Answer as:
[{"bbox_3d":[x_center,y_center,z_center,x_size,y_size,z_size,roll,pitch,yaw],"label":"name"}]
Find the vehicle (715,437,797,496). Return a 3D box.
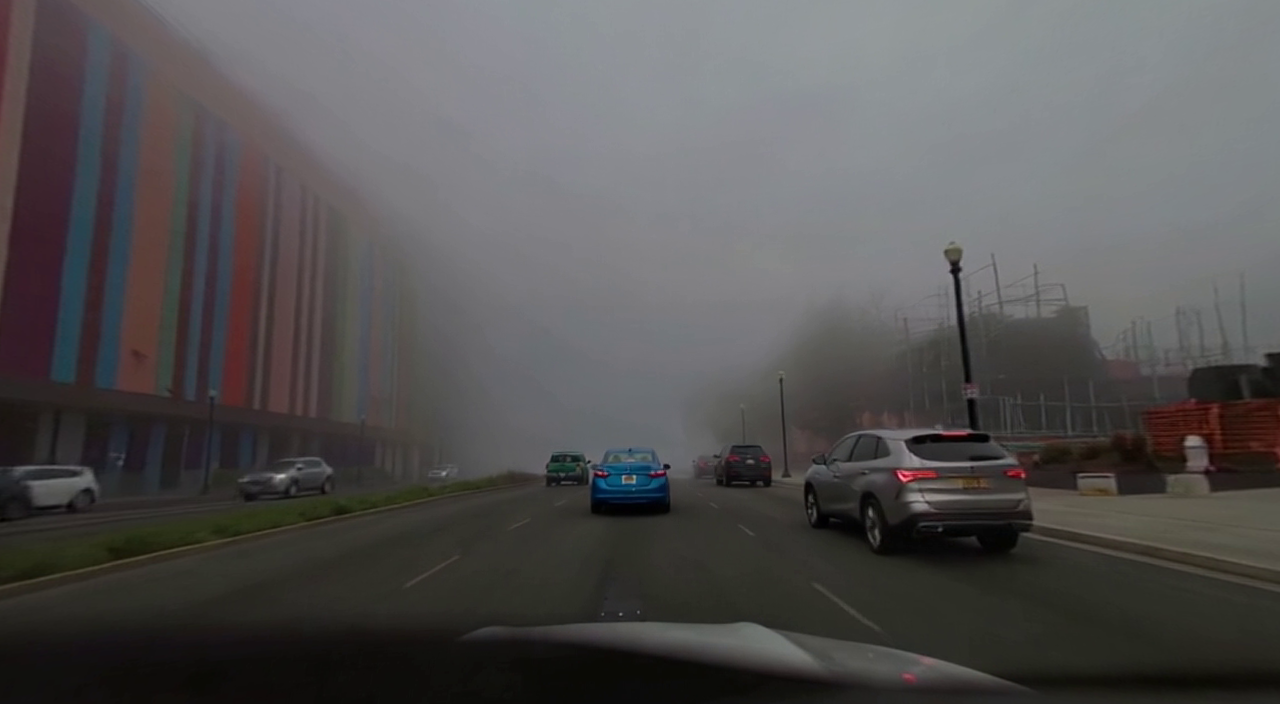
[{"bbox_3d":[4.076,4.099,23.097,2.124,1.896,4.914,0,-8,1],"label":"vehicle"}]

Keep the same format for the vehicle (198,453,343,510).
[{"bbox_3d":[-12.718,4.433,22.186,2.202,1.714,4.509,-1,-8,3],"label":"vehicle"}]

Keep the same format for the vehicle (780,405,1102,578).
[{"bbox_3d":[3.726,1.836,9.174,2.185,1.797,4.934,0,-8,0],"label":"vehicle"}]

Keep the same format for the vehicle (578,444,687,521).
[{"bbox_3d":[-0.108,2.890,14.558,2.131,1.496,4.193,0,-8,1],"label":"vehicle"}]

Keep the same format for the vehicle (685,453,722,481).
[{"bbox_3d":[4.091,7.472,41.167,2.115,1.636,4.104,0,-8,1],"label":"vehicle"}]

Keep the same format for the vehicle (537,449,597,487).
[{"bbox_3d":[-3.427,5.523,30.399,2.201,1.691,4.305,0,-8,2],"label":"vehicle"}]
